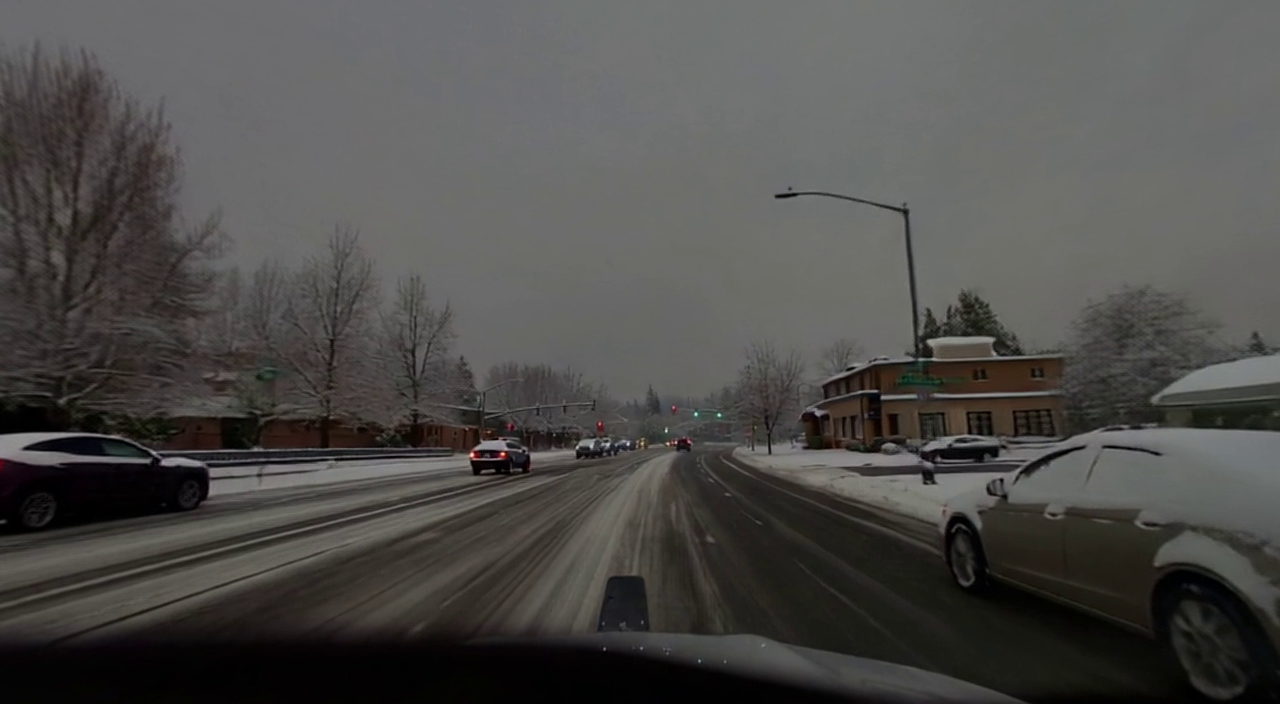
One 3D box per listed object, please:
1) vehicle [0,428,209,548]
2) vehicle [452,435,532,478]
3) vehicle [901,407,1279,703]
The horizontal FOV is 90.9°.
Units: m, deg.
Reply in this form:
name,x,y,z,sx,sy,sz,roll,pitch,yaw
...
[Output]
name,x,y,z,sx,sy,sz,roll,pitch,yaw
vehicle,-9.415,2.053,10.110,1.951,1.554,4.444,0,-8,-2
vehicle,-5.999,4.308,26.169,1.988,1.597,4.404,0,-8,4
vehicle,3.802,1.242,4.398,2.003,1.494,4.705,0,-8,1
